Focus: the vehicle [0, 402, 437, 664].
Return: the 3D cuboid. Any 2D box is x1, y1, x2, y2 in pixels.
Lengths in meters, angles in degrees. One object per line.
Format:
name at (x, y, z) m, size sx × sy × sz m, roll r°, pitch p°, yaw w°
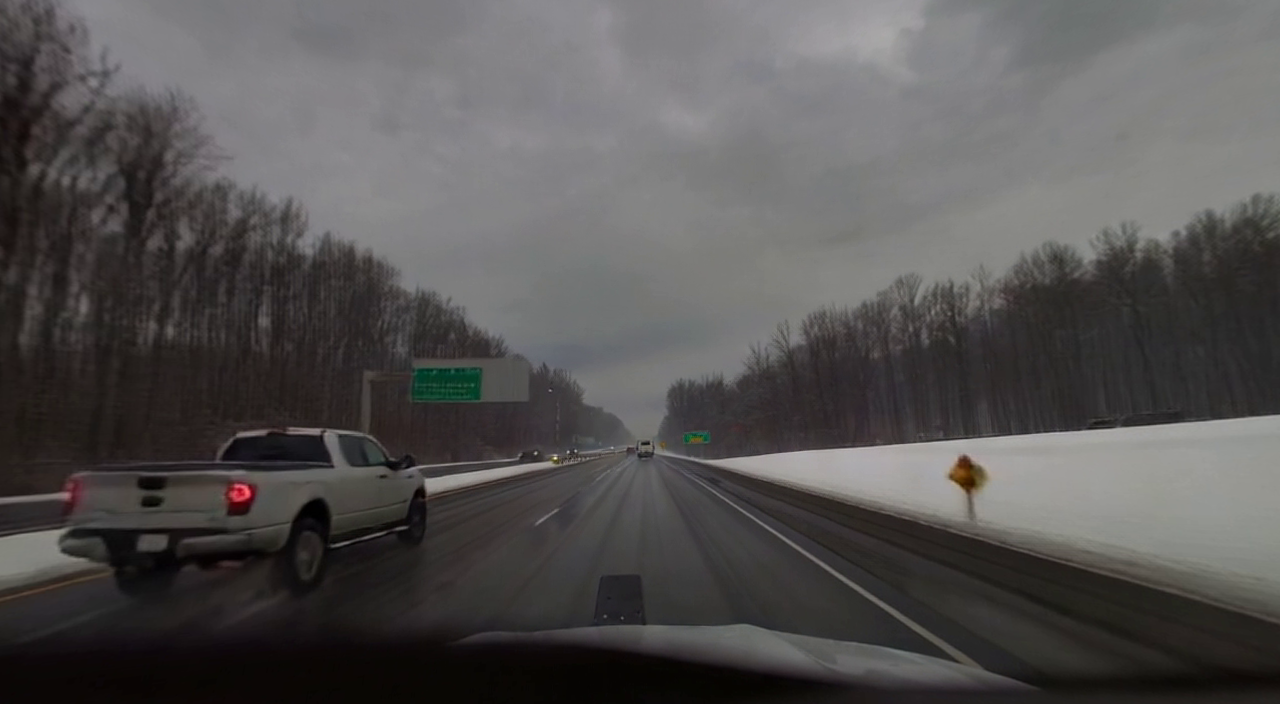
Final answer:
vehicle at (-3.625, 1.438, 6.036) m, size 2.009 × 1.638 × 3.968 m, roll 0°, pitch -9°, yaw 0°
